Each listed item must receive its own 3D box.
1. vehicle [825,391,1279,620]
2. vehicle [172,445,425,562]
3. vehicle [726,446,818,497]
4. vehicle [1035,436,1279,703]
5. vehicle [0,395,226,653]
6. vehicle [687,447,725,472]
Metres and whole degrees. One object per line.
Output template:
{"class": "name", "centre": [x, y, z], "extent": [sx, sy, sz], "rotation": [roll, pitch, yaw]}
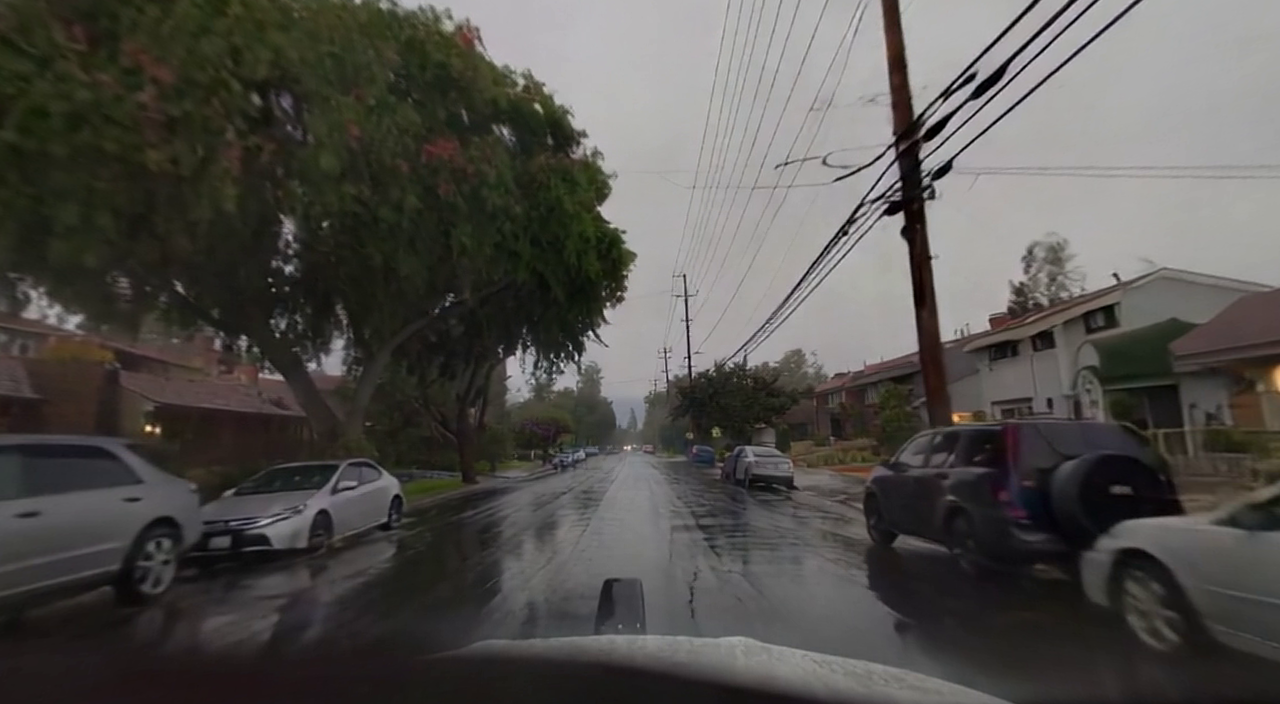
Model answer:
{"class": "vehicle", "centre": [4.192, 1.643, 7.906], "extent": [2.083, 1.829, 5.466], "rotation": [0, -8, 0]}
{"class": "vehicle", "centre": [-5.722, 2.532, 11.478], "extent": [1.991, 1.464, 4.763], "rotation": [-3, -7, 0]}
{"class": "vehicle", "centre": [4.203, 3.853, 20.906], "extent": [1.930, 1.470, 4.738], "rotation": [0, -8, -1]}
{"class": "vehicle", "centre": [3.994, 1.060, 2.588], "extent": [1.804, 1.422, 4.497], "rotation": [0, -8, 0]}
{"class": "vehicle", "centre": [-5.667, 1.349, 5.034], "extent": [2.046, 1.825, 4.627], "rotation": [-2, -7, -7]}
{"class": "vehicle", "centre": [4.239, 6.935, 41.124], "extent": [1.911, 1.538, 3.960], "rotation": [1, -9, -2]}
